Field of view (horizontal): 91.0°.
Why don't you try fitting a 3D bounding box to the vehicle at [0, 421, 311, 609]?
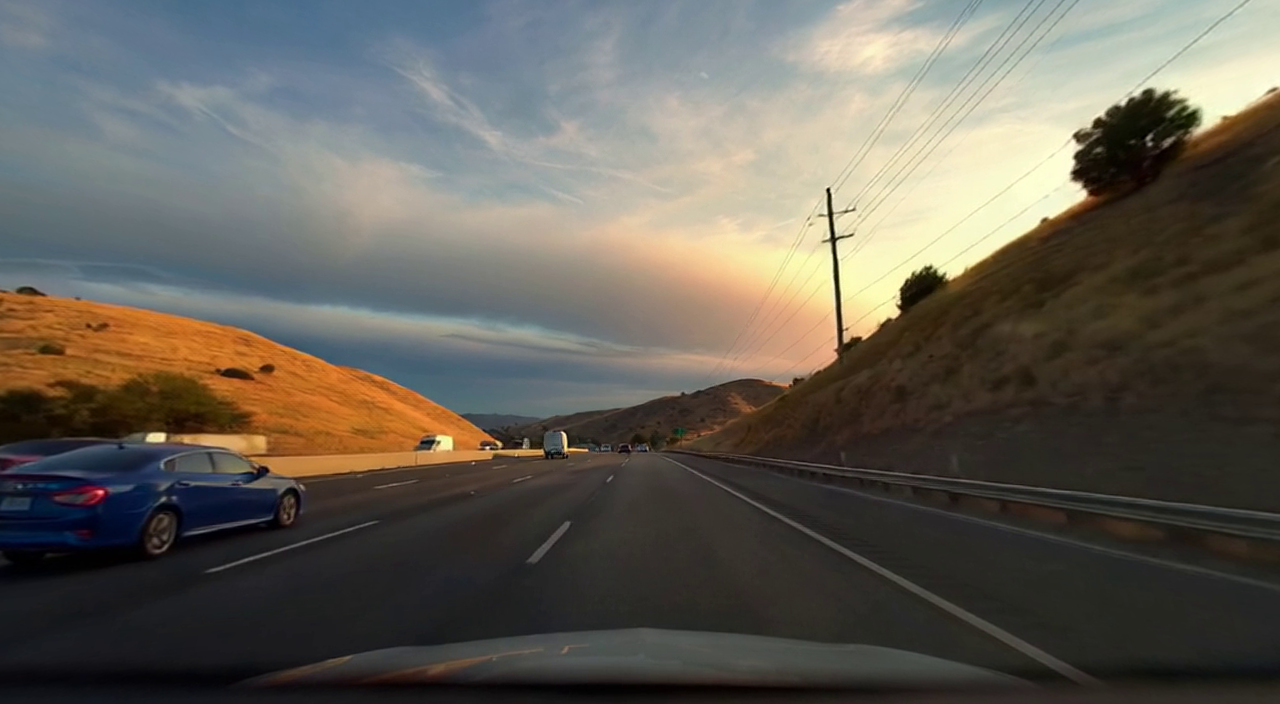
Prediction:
[{"bbox_3d":[-5.982,1.606,7.149,1.955,1.469,4.554,0,-8,1],"label":"vehicle"}]
